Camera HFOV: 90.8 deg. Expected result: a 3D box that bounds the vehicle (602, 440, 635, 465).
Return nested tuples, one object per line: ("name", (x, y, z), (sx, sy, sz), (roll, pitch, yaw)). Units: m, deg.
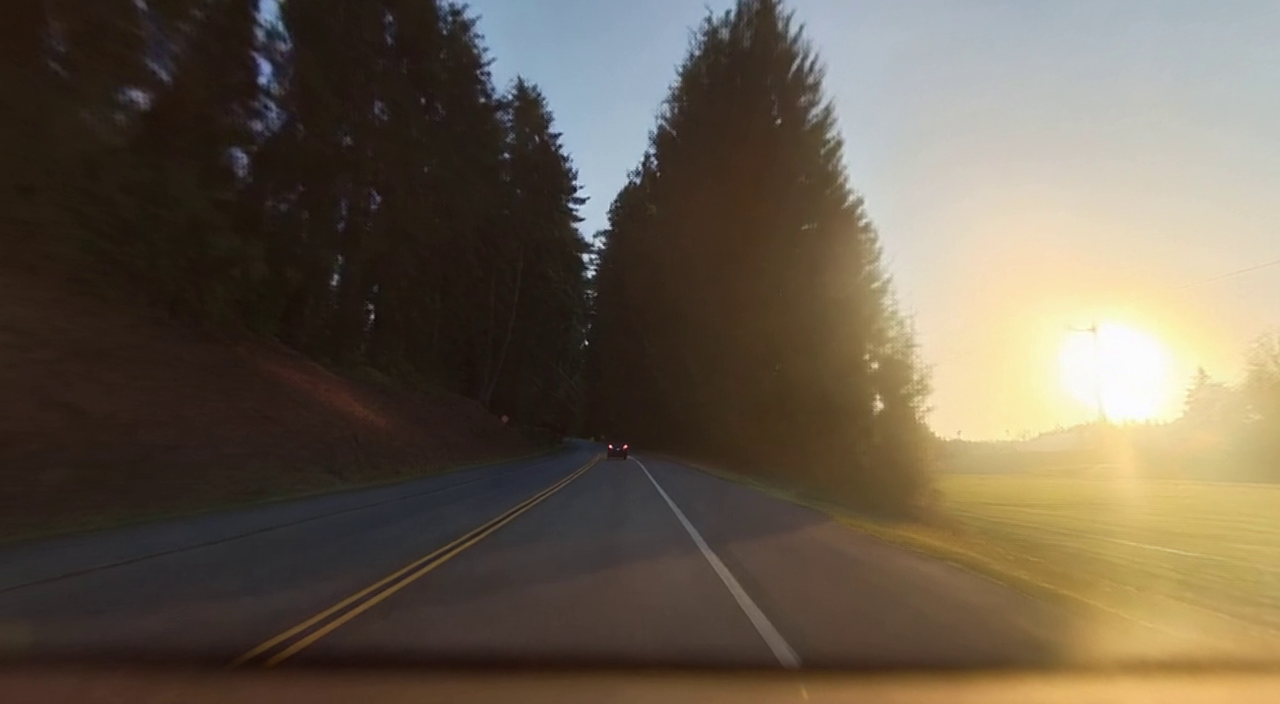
("vehicle", (-1.363, 6.543, 41.149), (2.042, 1.489, 3.963), (0, -9, -2))
